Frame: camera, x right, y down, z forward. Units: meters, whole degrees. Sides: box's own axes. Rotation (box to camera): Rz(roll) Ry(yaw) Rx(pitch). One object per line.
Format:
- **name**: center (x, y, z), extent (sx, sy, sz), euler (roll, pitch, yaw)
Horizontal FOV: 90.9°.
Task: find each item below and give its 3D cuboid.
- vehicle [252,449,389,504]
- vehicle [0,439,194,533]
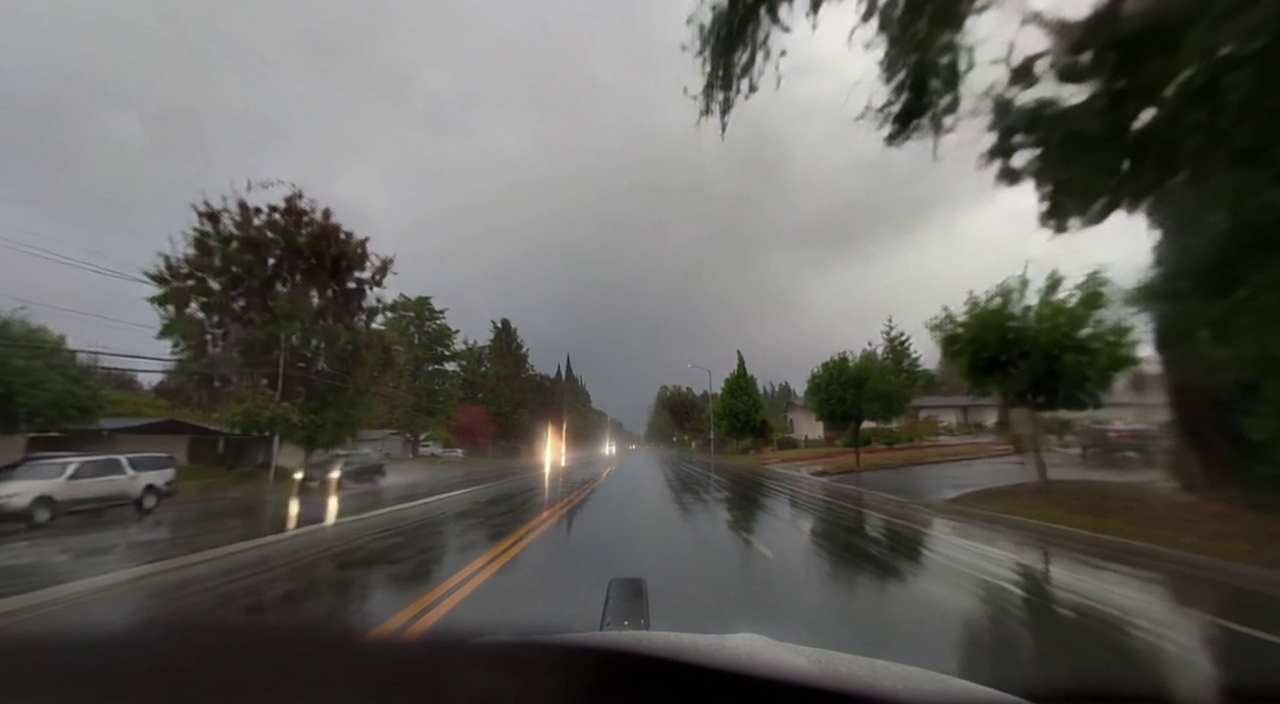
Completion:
- **vehicle**: center (-9.772, 3.794, 19.765), extent (1.937, 1.481, 4.467), euler (0, -9, 1)
- **vehicle**: center (-14.395, 3.256, 15.987), extent (2.071, 1.899, 5.640), euler (-4, -8, 0)
